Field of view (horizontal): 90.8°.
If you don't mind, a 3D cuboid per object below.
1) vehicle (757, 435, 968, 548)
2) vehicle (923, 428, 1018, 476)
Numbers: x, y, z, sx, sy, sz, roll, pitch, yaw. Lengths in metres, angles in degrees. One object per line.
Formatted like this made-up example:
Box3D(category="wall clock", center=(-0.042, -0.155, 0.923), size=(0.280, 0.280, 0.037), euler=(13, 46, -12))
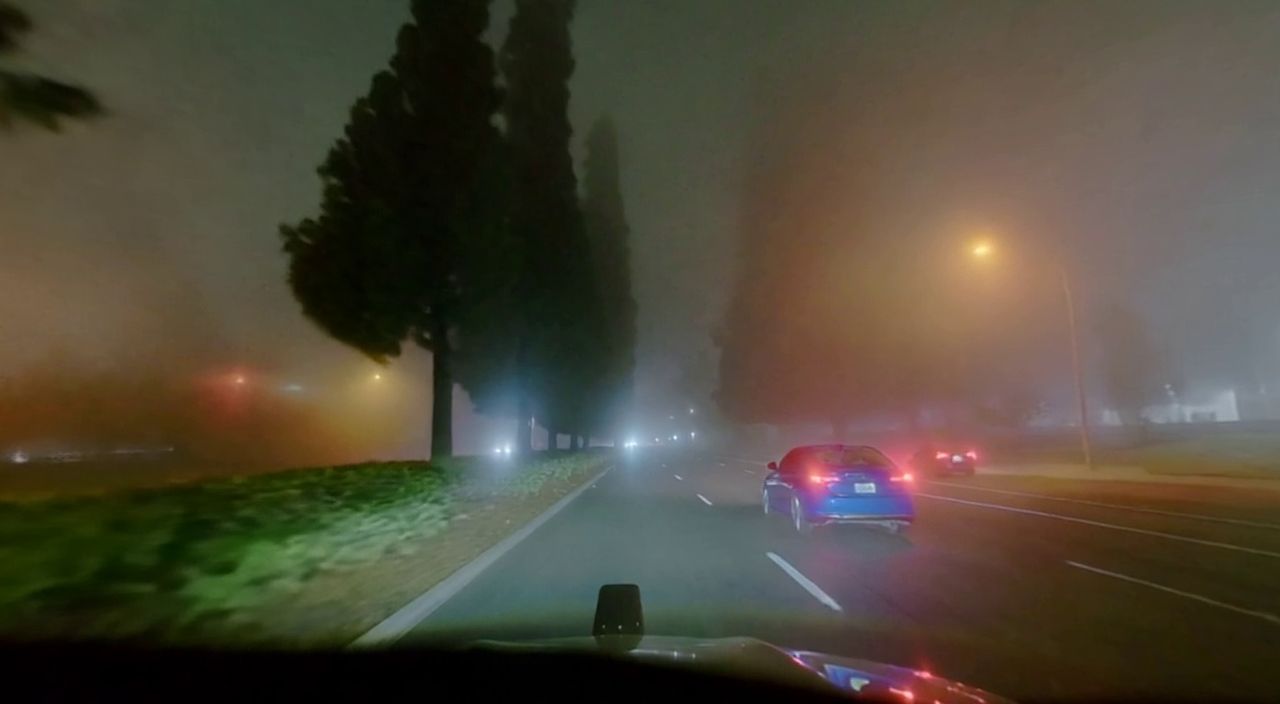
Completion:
Box3D(category="vehicle", center=(3.366, 2.176, 10.594), size=(1.950, 1.473, 4.259), euler=(0, -8, 0))
Box3D(category="vehicle", center=(17.097, 5.214, 33.146), size=(2.868, 2.233, 6.035), euler=(-2, -9, 13))
